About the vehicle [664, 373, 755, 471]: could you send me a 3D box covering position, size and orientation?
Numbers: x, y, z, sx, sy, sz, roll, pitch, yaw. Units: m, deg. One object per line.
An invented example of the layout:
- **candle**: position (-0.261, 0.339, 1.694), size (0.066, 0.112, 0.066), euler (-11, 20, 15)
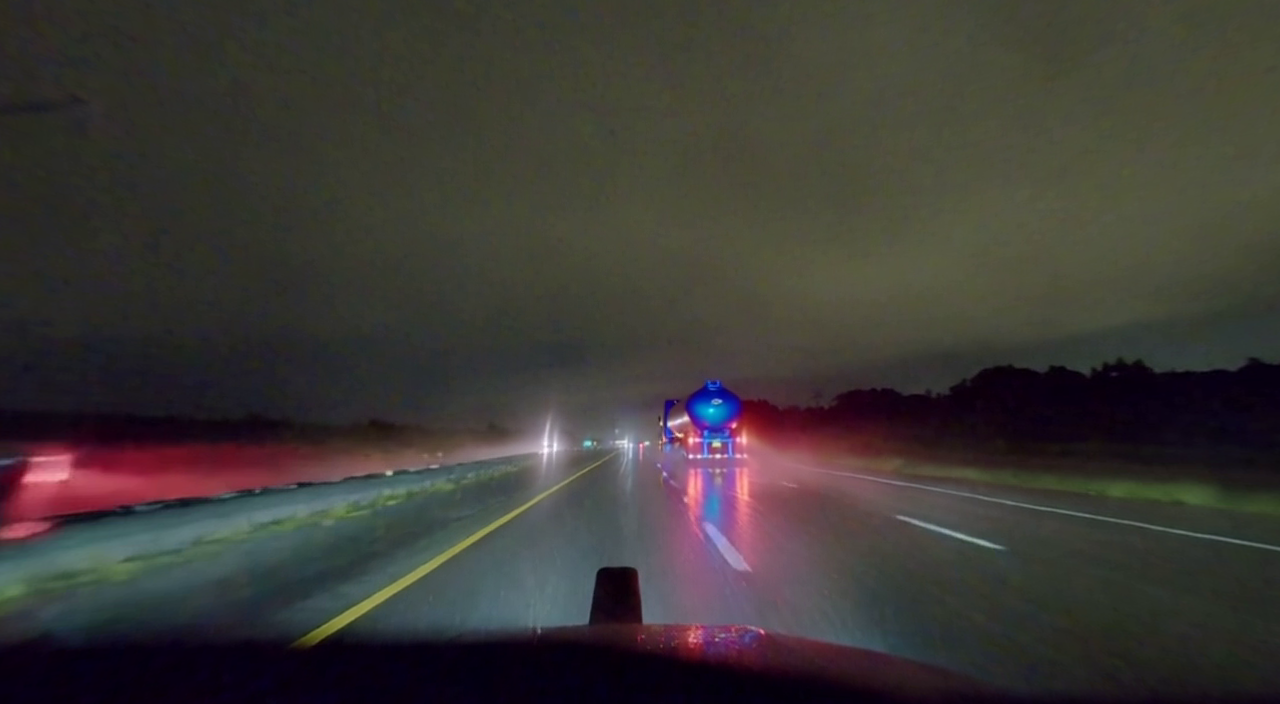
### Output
- **vehicle**: position (2.887, 3.443, 30.001), size (2.946, 3.745, 11.516), euler (0, -7, -1)
